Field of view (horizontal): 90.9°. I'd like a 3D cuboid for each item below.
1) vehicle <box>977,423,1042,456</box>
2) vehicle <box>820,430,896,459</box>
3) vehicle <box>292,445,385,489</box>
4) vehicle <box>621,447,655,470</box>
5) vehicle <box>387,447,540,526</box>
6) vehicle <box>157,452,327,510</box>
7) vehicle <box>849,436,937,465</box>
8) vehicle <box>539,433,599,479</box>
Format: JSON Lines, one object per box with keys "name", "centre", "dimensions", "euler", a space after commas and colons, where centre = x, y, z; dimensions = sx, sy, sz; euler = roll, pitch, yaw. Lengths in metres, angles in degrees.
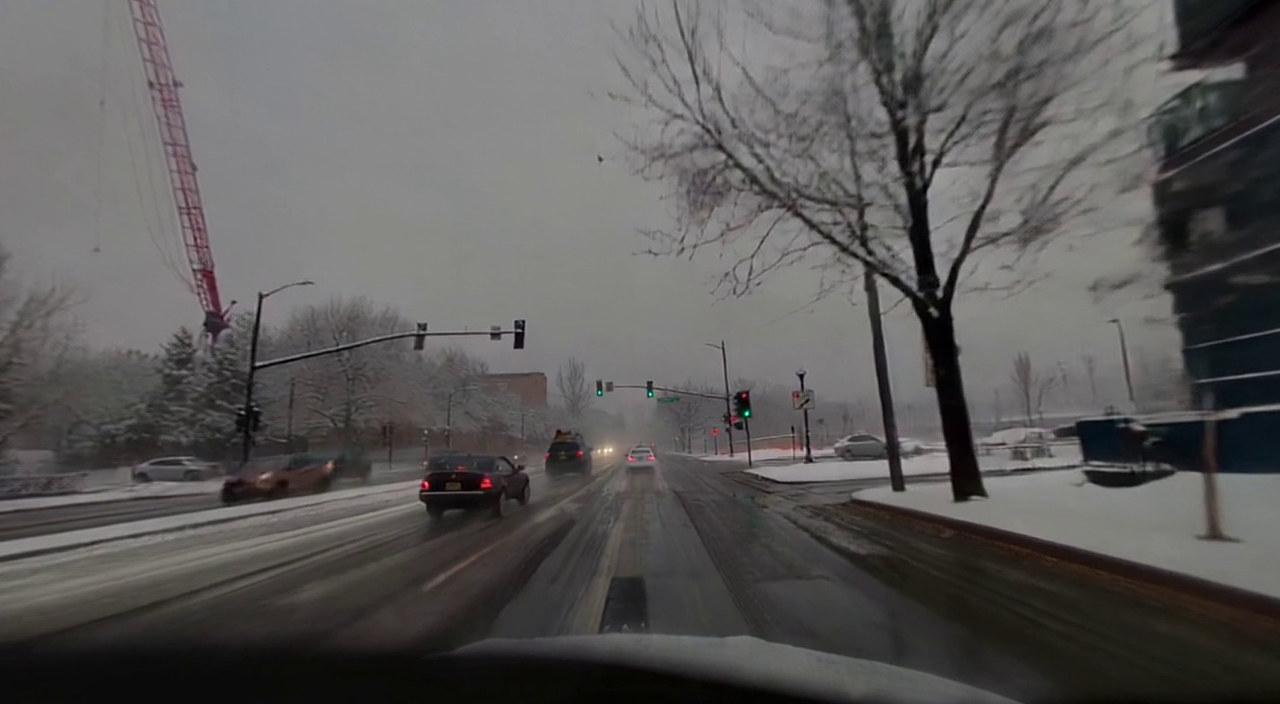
{"name": "vehicle", "centre": [23.653, 5.610, 40.247], "dimensions": [2.304, 1.936, 5.023], "euler": [-9, -12, 43]}
{"name": "vehicle", "centre": [12.171, 5.176, 35.245], "dimensions": [3.500, 1.563, 1.871], "euler": [2, -9, -19]}
{"name": "vehicle", "centre": [-15.383, 5.851, 32.569], "dimensions": [2.270, 1.978, 5.032], "euler": [-2, -9, 1]}
{"name": "vehicle", "centre": [-0.092, 7.104, 42.219], "dimensions": [2.171, 1.422, 4.146], "euler": [0, -9, 1]}
{"name": "vehicle", "centre": [-3.563, 2.791, 13.748], "dimensions": [1.959, 1.406, 4.527], "euler": [0, -9, 1]}
{"name": "vehicle", "centre": [-11.996, 3.886, 19.496], "dimensions": [2.050, 1.498, 4.703], "euler": [-1, -9, 3]}
{"name": "vehicle", "centre": [13.441, 5.218, 33.546], "dimensions": [4.061, 1.465, 1.803], "euler": [2, -8, -17]}
{"name": "vehicle", "centre": [-3.322, 4.995, 30.534], "dimensions": [2.240, 2.054, 4.662], "euler": [0, -9, 2]}
